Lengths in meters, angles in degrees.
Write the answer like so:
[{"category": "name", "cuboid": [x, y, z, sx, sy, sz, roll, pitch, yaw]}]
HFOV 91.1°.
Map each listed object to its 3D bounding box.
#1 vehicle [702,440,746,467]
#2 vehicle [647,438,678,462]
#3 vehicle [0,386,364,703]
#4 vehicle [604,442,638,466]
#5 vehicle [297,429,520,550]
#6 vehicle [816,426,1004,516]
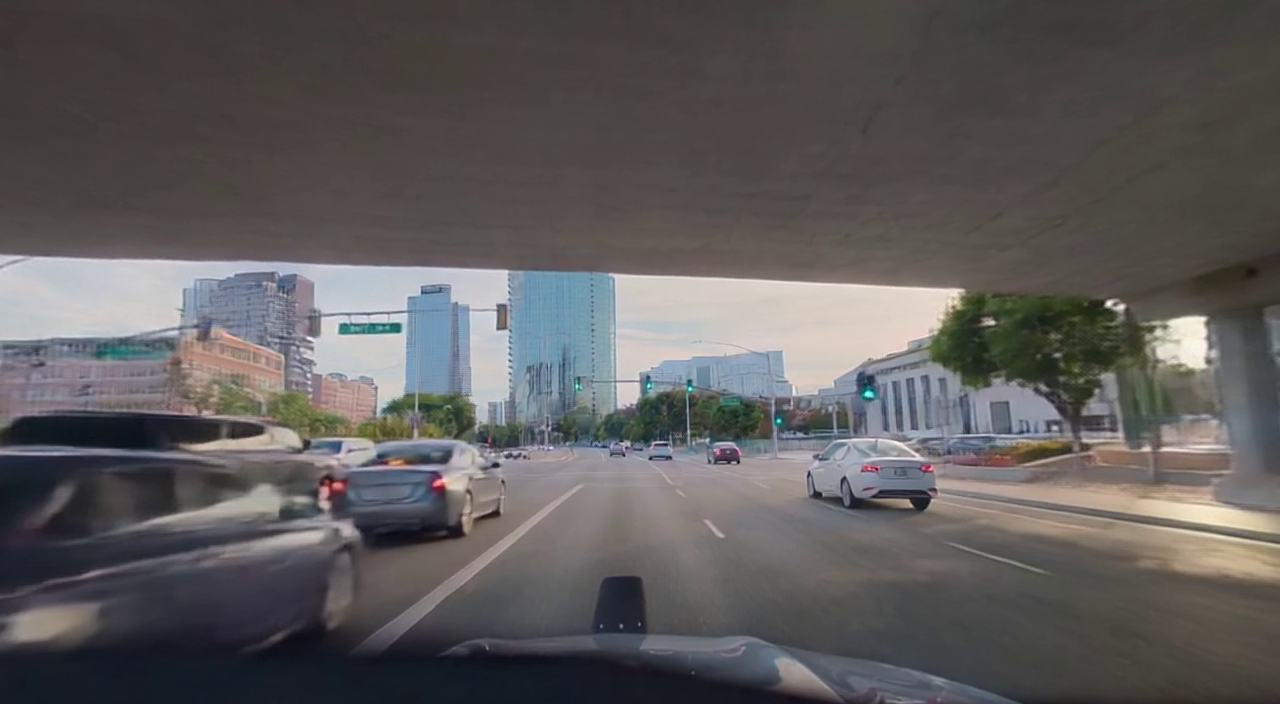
[{"category": "vehicle", "cuboid": [5.148, 6.288, 39.018, 1.924, 1.527, 4.268, 0, -8, -2]}, {"category": "vehicle", "cuboid": [1.662, 7.523, 48.396, 2.034, 1.762, 4.420, 0, -9, -3]}, {"category": "vehicle", "cuboid": [-3.036, 0.915, 2.352, 1.980, 1.491, 4.351, 0, -8, 0]}, {"category": "vehicle", "cuboid": [-1.196, 6.384, 39.390, 2.026, 1.453, 3.780, 0, -8, -2]}, {"category": "vehicle", "cuboid": [-3.398, 2.104, 10.382, 1.836, 1.518, 4.727, 0, -8, 1]}, {"category": "vehicle", "cuboid": [5.618, 2.523, 13.844, 2.056, 1.624, 4.498, 0, -8, -1]}]
